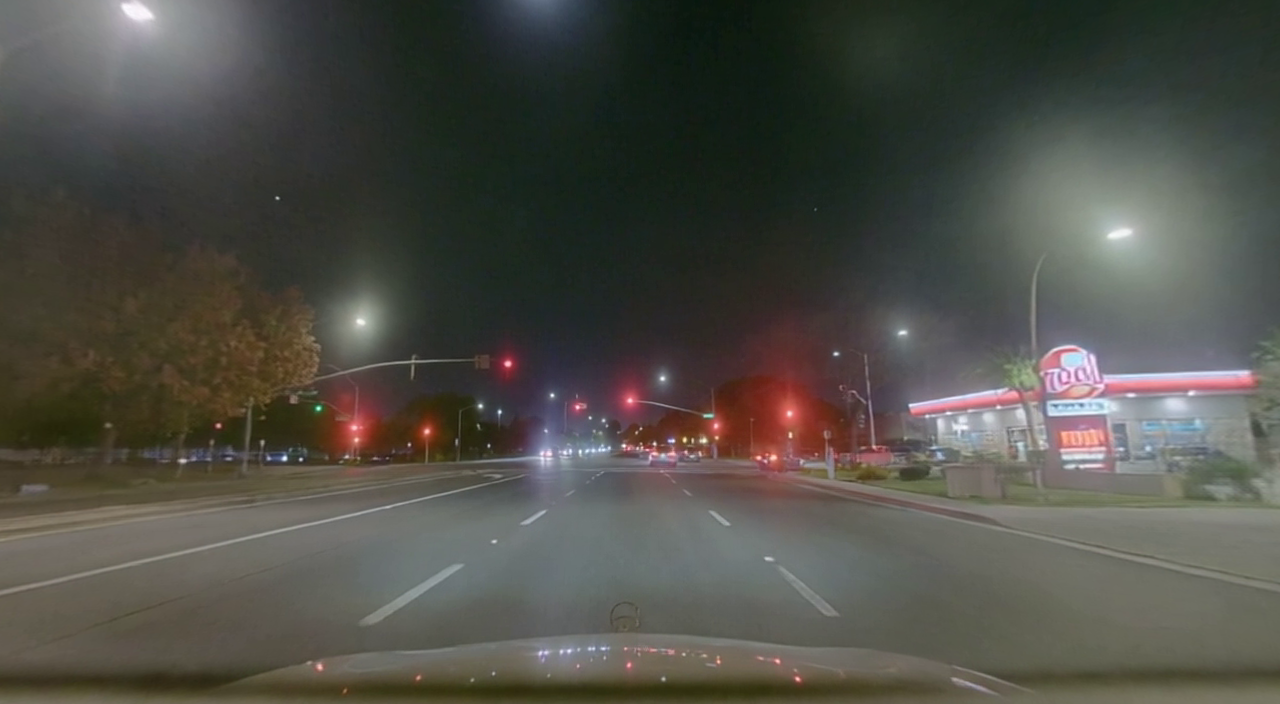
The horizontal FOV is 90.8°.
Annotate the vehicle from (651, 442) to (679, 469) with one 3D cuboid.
[{"bbox_3d":[1.946,8.059,49.479,2.096,1.961,4.259,0,-9,2],"label":"vehicle"}]
